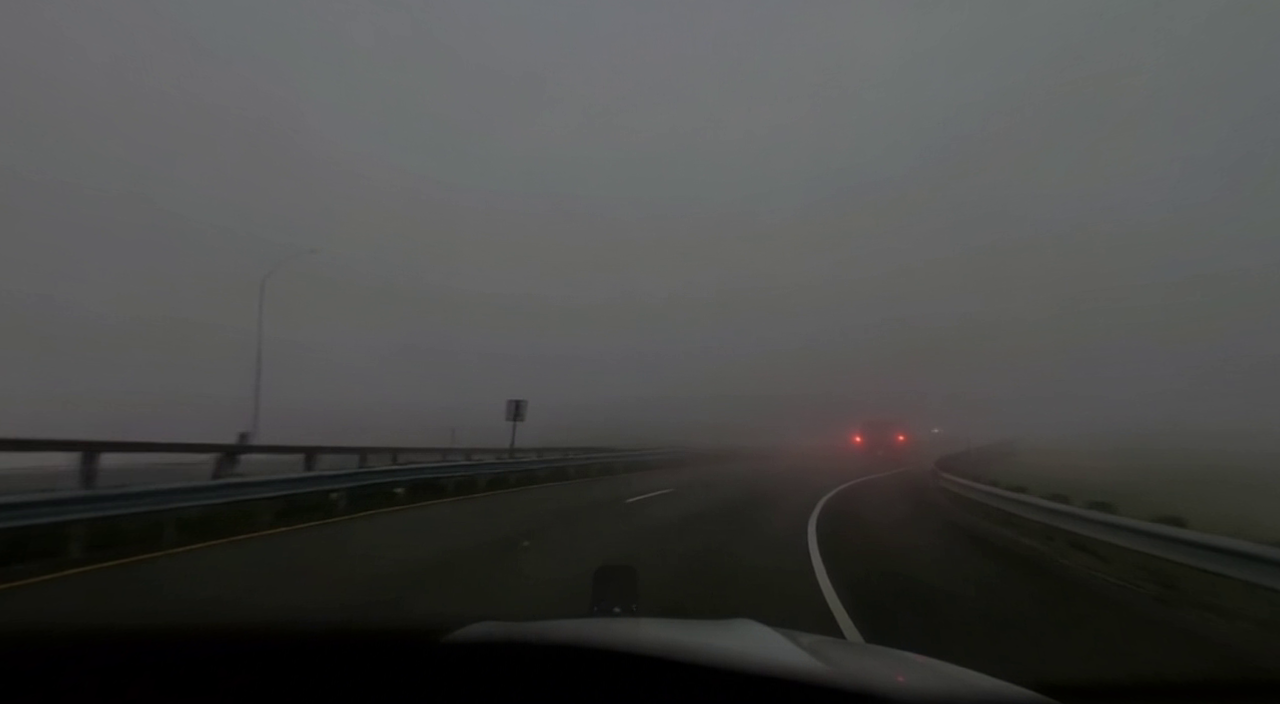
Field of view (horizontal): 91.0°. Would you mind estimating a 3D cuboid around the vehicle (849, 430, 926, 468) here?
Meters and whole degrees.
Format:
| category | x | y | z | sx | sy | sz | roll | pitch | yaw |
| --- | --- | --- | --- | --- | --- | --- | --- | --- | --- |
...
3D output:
| category | x | y | z | sx | sy | sz | roll | pitch | yaw |
| --- | --- | --- | --- | --- | --- | --- | --- | --- | --- |
| vehicle | 11.231 | 4.333 | 28.420 | 2.028 | 1.440 | 3.970 | -3 | -8 | 41 |
